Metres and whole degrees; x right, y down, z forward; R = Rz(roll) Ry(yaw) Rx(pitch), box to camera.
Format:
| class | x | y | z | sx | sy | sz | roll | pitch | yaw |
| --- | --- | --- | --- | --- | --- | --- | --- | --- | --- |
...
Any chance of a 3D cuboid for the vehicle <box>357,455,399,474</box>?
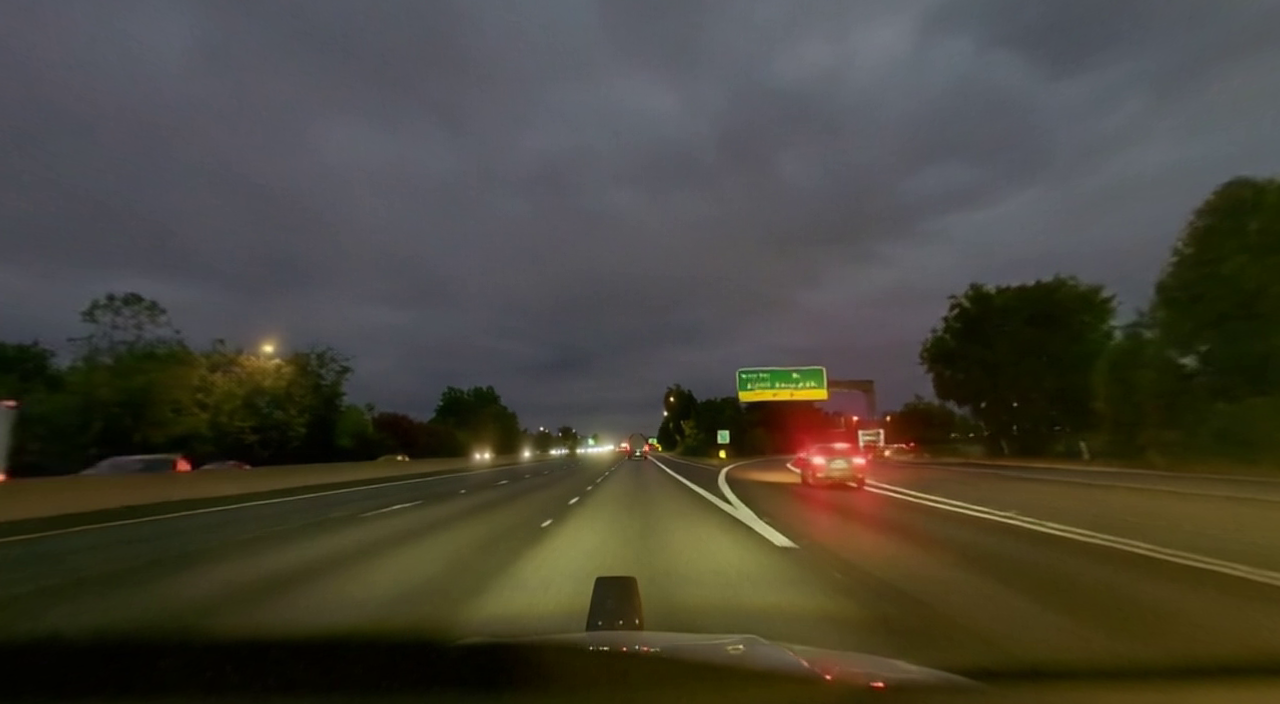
| class | x | y | z | sx | sy | sz | roll | pitch | yaw |
| --- | --- | --- | --- | --- | --- | --- | --- | --- | --- |
| vehicle | -20.669 | 8.857 | 49.924 | 1.757 | 1.418 | 3.518 | 0 | -9 | 0 |

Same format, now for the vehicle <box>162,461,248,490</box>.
| class | x | y | z | sx | sy | sz | roll | pitch | yaw |
| --- | --- | --- | --- | --- | --- | --- | --- | --- | --- |
| vehicle | -24.564 | 6.977 | 35.853 | 1.752 | 1.441 | 4.500 | 0 | -9 | -1 |

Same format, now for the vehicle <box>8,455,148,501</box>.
| class | x | y | z | sx | sy | sz | roll | pitch | yaw |
| --- | --- | --- | --- | --- | --- | --- | --- | --- | --- |
| vehicle | -19.547 | 4.373 | 22.164 | 1.673 | 1.426 | 3.456 | 0 | -9 | 0 |

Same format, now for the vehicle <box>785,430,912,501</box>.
| class | x | y | z | sx | sy | sz | roll | pitch | yaw |
| --- | --- | --- | --- | --- | --- | --- | --- | --- | --- |
| vehicle | 5.574 | 3.106 | 17.629 | 2.096 | 1.712 | 4.697 | 0 | -9 | 2 |
